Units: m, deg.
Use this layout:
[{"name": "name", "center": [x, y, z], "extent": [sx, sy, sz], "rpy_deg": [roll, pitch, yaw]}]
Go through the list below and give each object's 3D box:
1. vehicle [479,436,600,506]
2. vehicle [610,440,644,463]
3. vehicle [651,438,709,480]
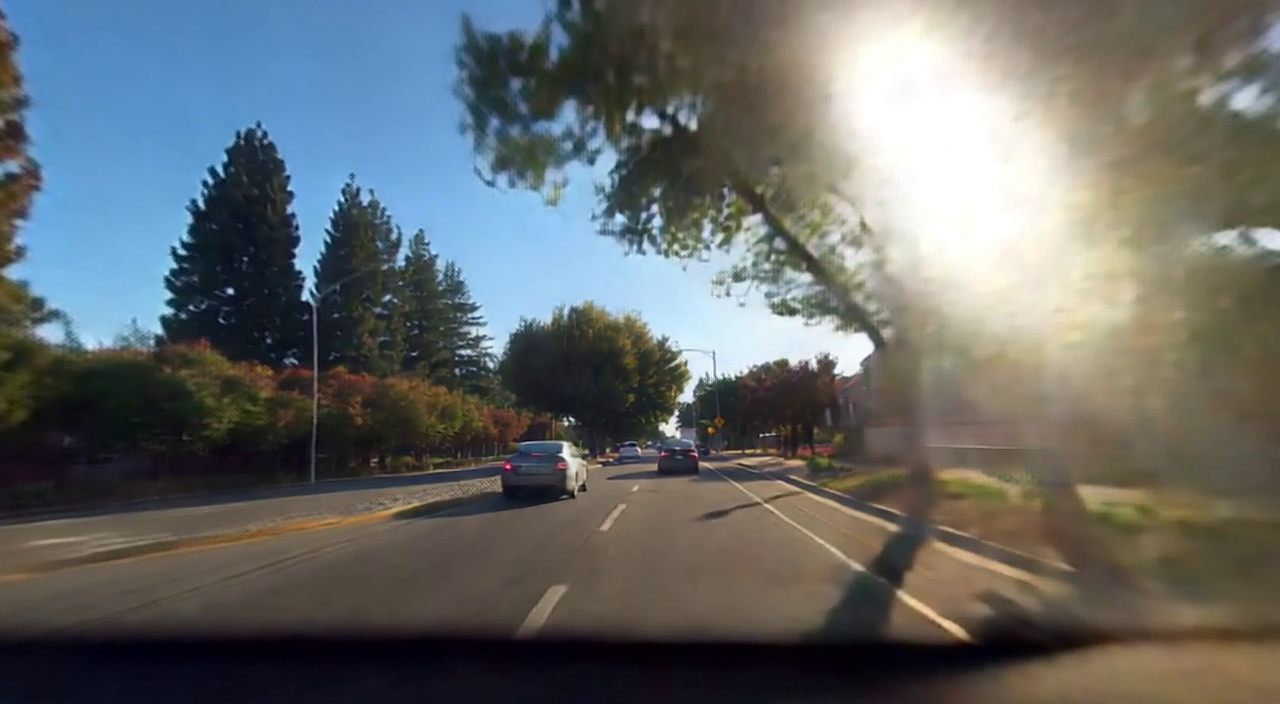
[{"name": "vehicle", "center": [-2.265, 2.838, 15.537], "extent": [2.030, 1.467, 4.403], "rpy_deg": [0, -8, 3]}, {"name": "vehicle", "center": [-0.881, 7.049, 44.694], "extent": [2.114, 1.500, 3.912], "rpy_deg": [0, -8, 3]}, {"name": "vehicle", "center": [1.482, 4.094, 24.346], "extent": [2.065, 1.456, 4.099], "rpy_deg": [0, -8, 2]}]
